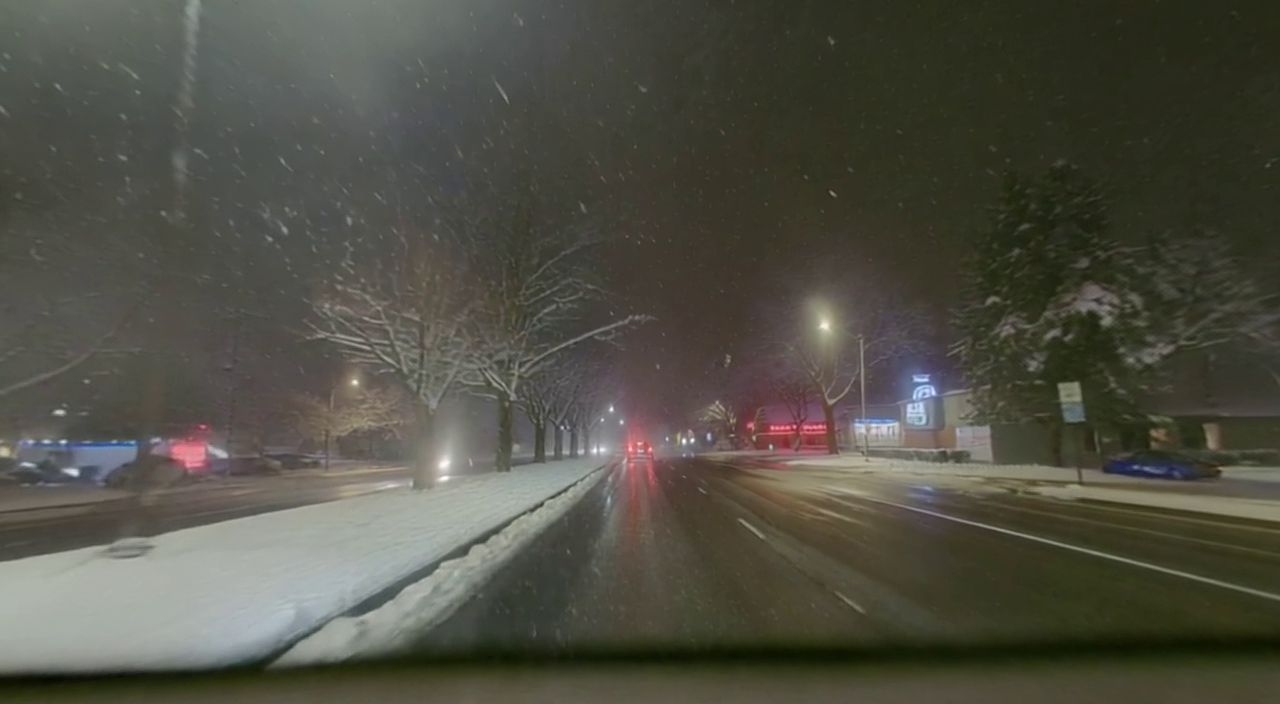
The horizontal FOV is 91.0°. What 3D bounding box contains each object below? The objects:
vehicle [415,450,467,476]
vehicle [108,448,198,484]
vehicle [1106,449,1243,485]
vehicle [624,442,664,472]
[{"bbox_3d":[-12.526,7.010,39.951,1.833,1.469,4.343,0,-8,1],"label":"vehicle"},{"bbox_3d":[-28.198,6.581,36.676,2.061,1.871,5.360,2,-9,-14],"label":"vehicle"},{"bbox_3d":[24.336,5.205,28.926,1.863,1.454,4.758,1,-9,-5],"label":"vehicle"},{"bbox_3d":[0.140,5.517,33.177,1.998,1.452,3.773,0,-8,-1],"label":"vehicle"}]
